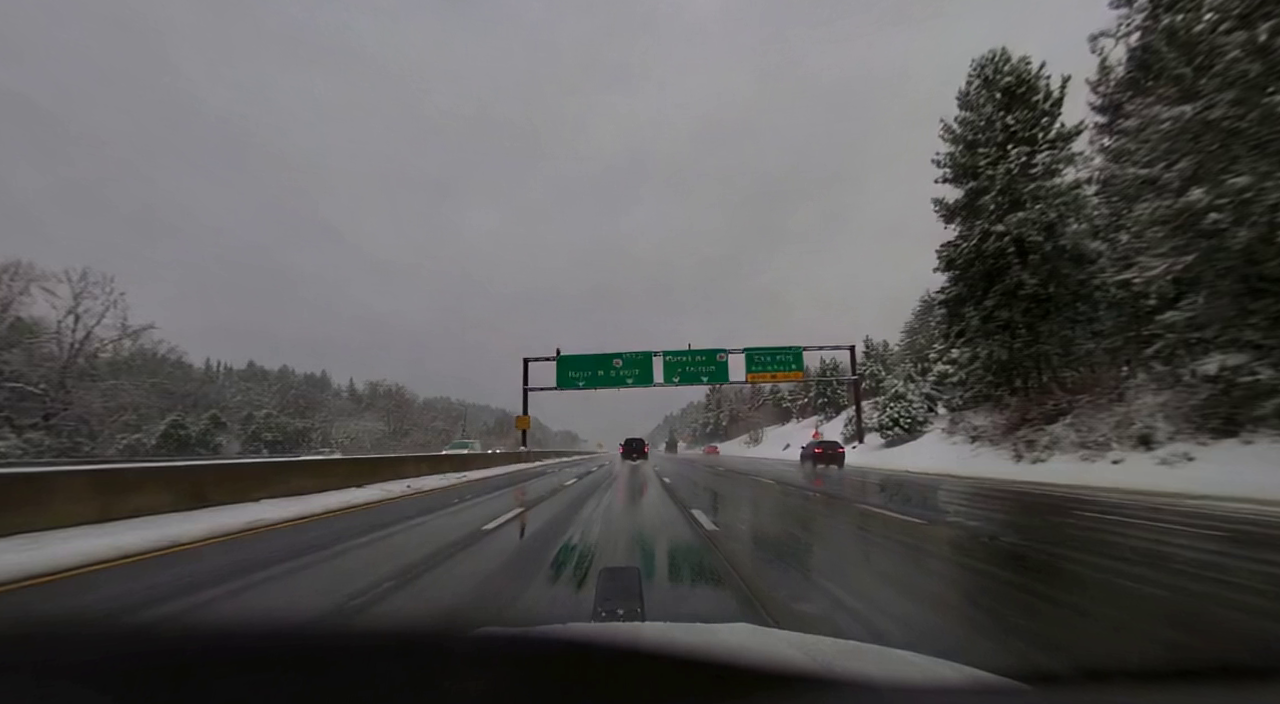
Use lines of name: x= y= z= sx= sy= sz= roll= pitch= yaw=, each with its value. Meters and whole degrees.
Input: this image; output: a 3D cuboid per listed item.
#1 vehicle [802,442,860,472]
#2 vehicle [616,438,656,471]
vehicle: x=11.173 y=6.151 z=37.248 sx=1.912 sy=1.673 sz=4.438 roll=0 pitch=-9 yaw=-1
vehicle: x=-0.285 y=5.819 z=36.079 sx=2.121 sy=1.739 sz=4.087 roll=0 pitch=-9 yaw=-2
